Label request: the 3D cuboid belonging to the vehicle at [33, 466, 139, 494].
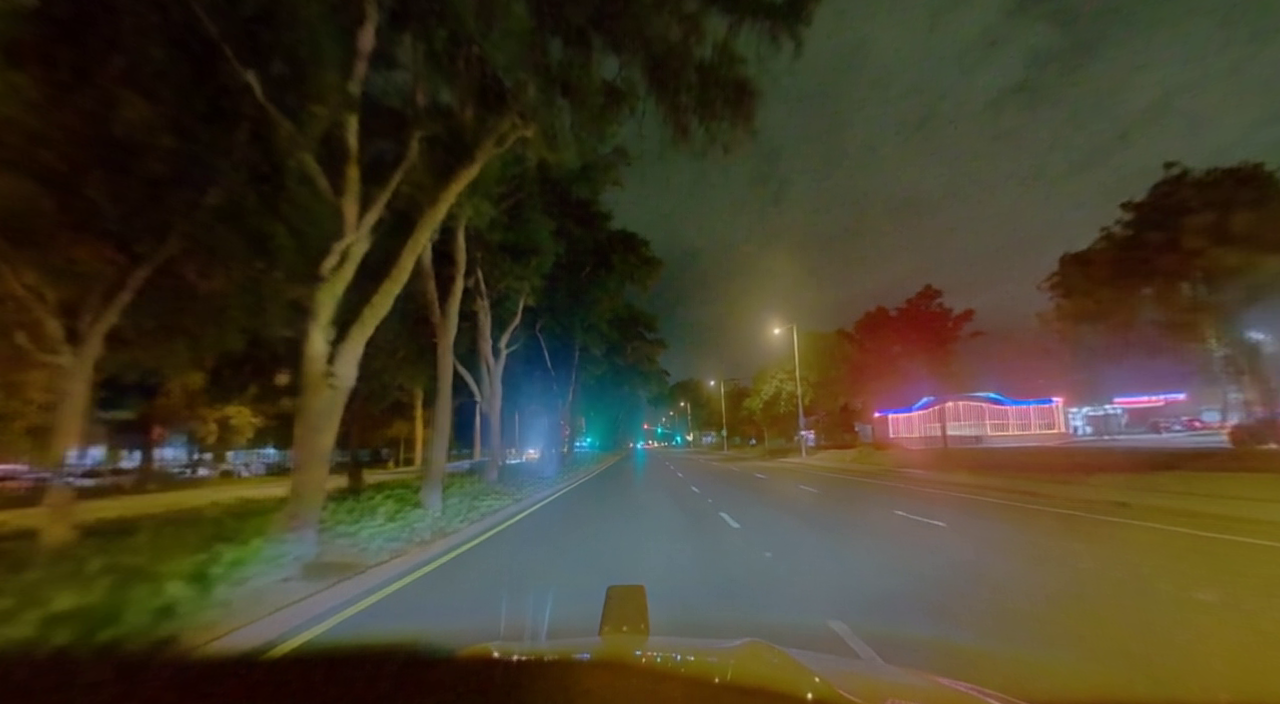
[{"bbox_3d":[-30.951,7.159,35.303,3.970,1.408,1.825,1,-11,-9],"label":"vehicle"}]
